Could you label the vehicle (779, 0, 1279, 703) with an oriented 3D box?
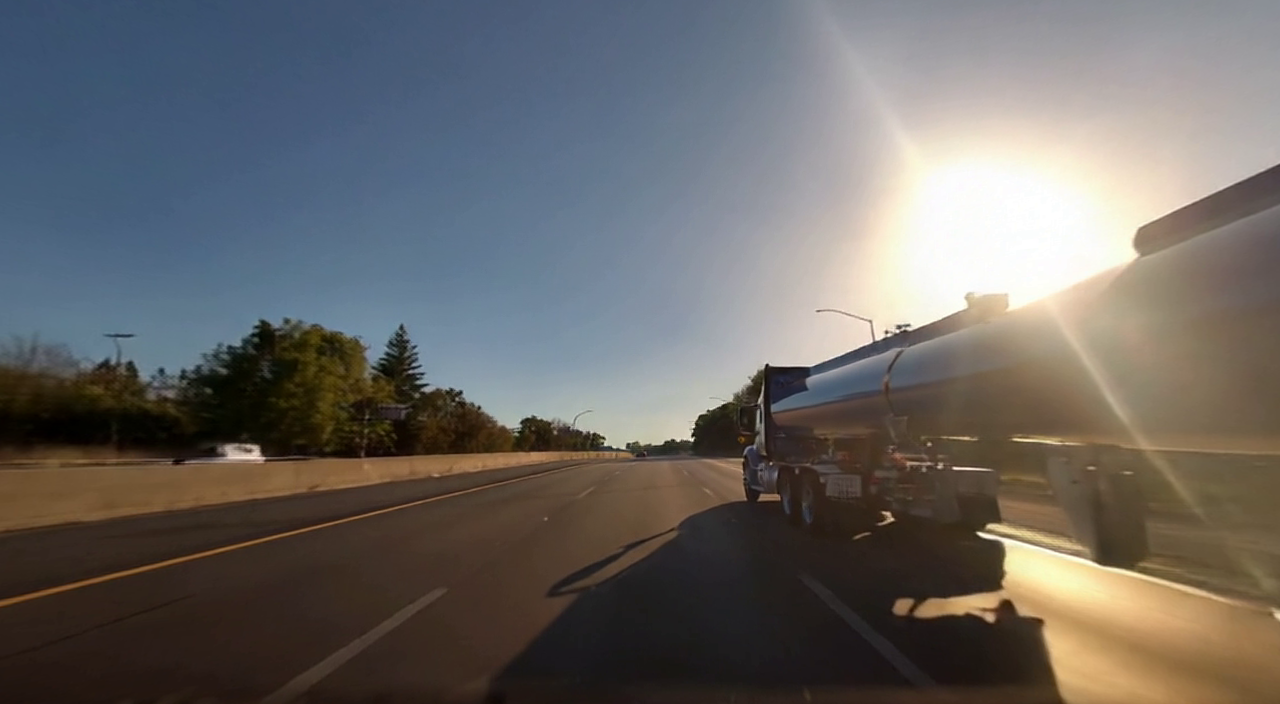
[{"bbox_3d":[4.114,0.444,5.024,2.880,3.624,14.397,0,-8,1],"label":"vehicle"}]
